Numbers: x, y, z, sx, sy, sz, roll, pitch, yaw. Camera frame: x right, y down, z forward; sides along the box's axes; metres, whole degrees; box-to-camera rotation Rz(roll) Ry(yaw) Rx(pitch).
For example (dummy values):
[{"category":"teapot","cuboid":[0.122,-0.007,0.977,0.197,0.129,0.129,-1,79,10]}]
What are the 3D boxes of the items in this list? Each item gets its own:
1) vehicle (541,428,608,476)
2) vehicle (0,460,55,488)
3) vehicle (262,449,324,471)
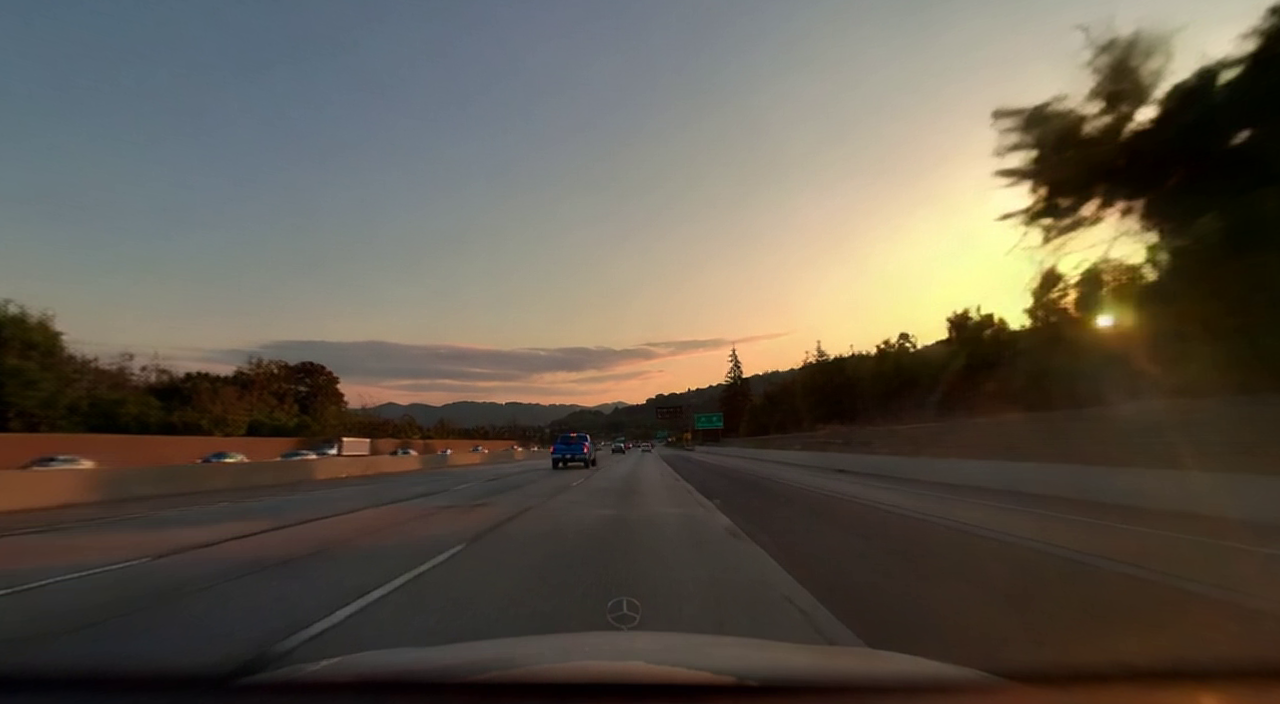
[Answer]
[{"category":"vehicle","cuboid":[-3.115,4.978,31.575,2.604,2.170,6.271,0,-9,1]},{"category":"vehicle","cuboid":[-36.219,6.915,35.819,1.727,1.445,4.404,0,-9,0]},{"category":"vehicle","cuboid":[-25.574,7.940,46.649,1.916,1.489,4.504,0,-9,1]}]
